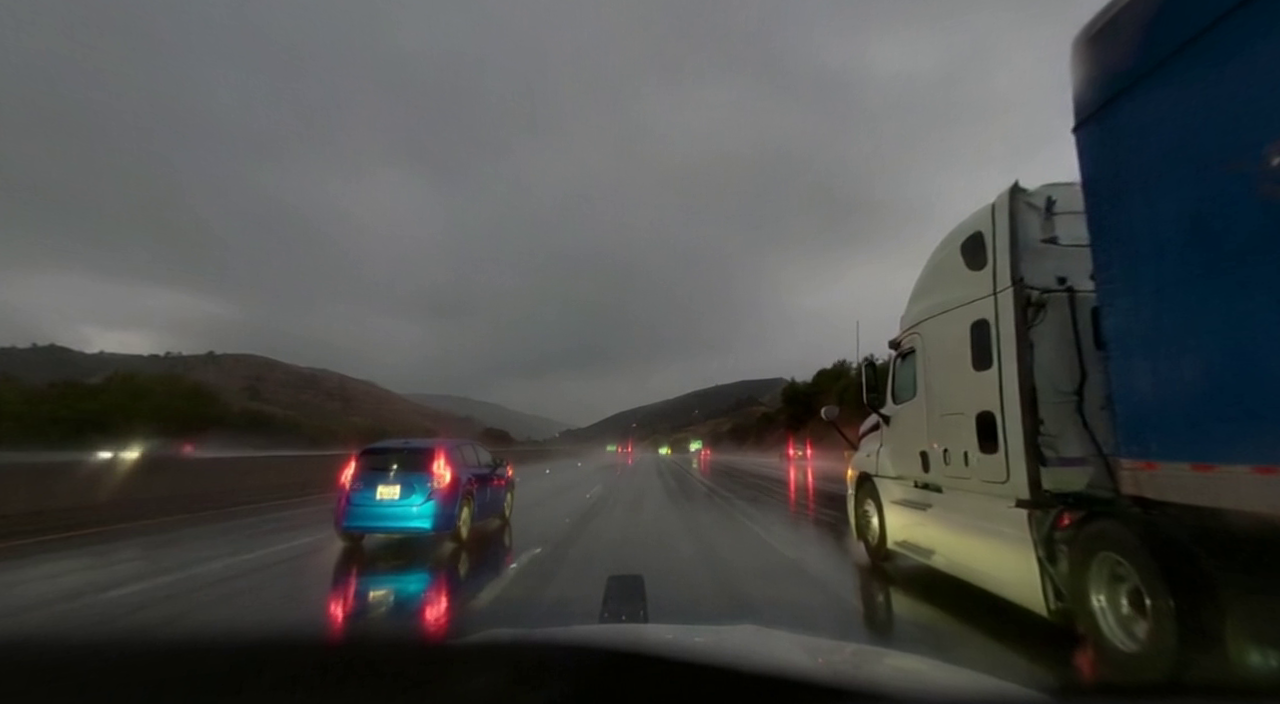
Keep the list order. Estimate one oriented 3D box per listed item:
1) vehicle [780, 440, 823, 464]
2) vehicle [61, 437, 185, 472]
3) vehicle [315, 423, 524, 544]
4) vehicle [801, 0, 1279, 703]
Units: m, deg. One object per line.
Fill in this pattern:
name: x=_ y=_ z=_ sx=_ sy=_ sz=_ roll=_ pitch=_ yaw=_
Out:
vehicle: x=12.199 y=7.586 z=47.783 sx=2.062 sy=1.736 sz=4.589 roll=0 pitch=-8 yaw=0
vehicle: x=-29.144 y=5.797 z=35.729 sx=2.201 sy=1.802 sz=5.532 roll=0 pitch=-8 yaw=2
vehicle: x=-3.341 y=2.068 z=10.473 sx=1.967 sy=1.615 sz=3.886 roll=0 pitch=-8 yaw=2
vehicle: x=4.082 y=0.177 z=5.494 sx=3.277 sy=3.871 sz=7.882 roll=0 pitch=-8 yaw=1
